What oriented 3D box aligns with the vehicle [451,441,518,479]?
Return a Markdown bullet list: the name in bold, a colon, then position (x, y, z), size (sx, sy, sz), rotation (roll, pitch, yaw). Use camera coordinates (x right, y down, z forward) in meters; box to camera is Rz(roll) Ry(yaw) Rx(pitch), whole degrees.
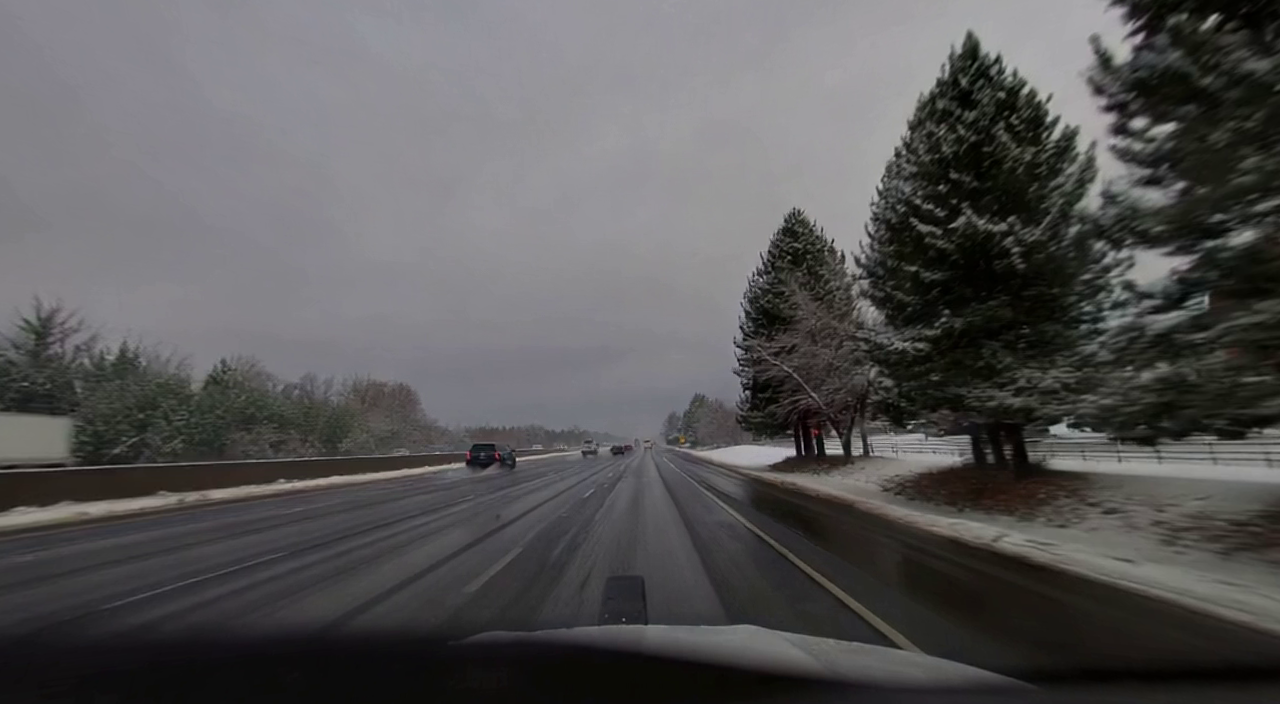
- **vehicle**: position (-7.361, 5.128, 30.287), size (2.021, 1.699, 4.324), rotation (0, -8, 1)
